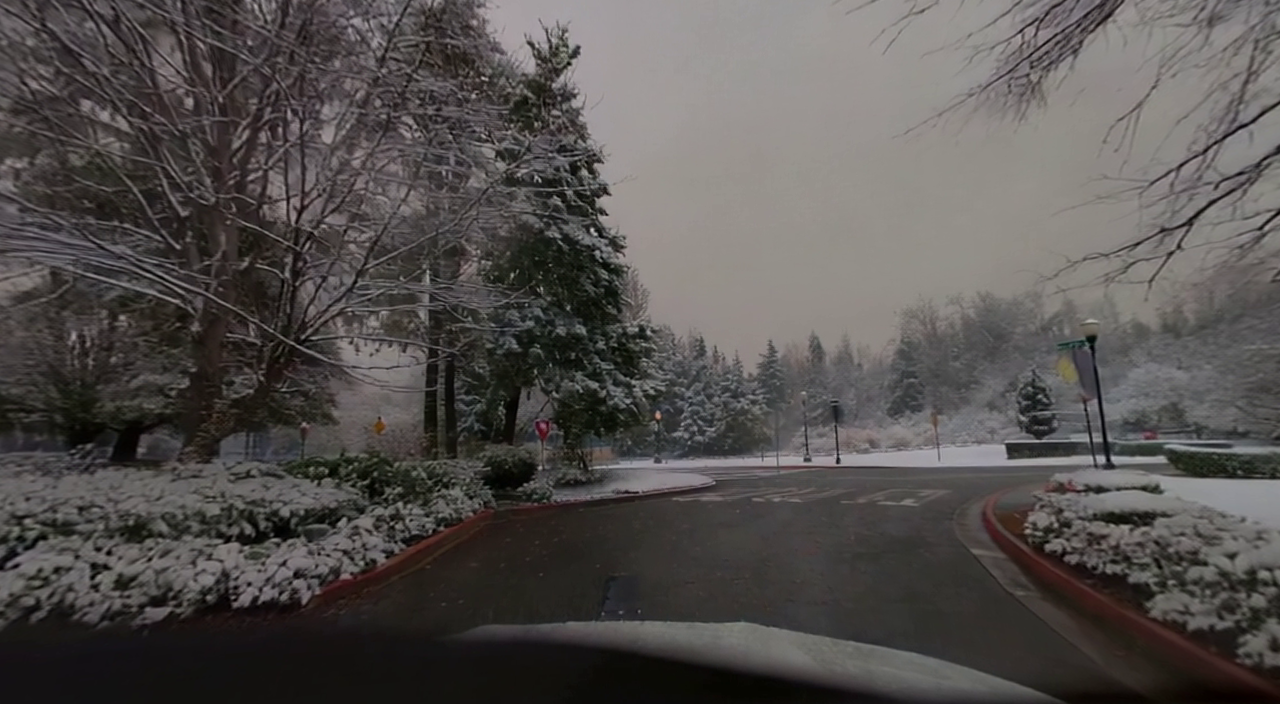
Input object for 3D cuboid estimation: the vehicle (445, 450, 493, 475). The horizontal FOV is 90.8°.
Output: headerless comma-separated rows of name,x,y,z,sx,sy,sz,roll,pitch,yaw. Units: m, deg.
vehicle,-12.714,8.151,46.806,2.019,1.672,4.490,5,-10,-35
